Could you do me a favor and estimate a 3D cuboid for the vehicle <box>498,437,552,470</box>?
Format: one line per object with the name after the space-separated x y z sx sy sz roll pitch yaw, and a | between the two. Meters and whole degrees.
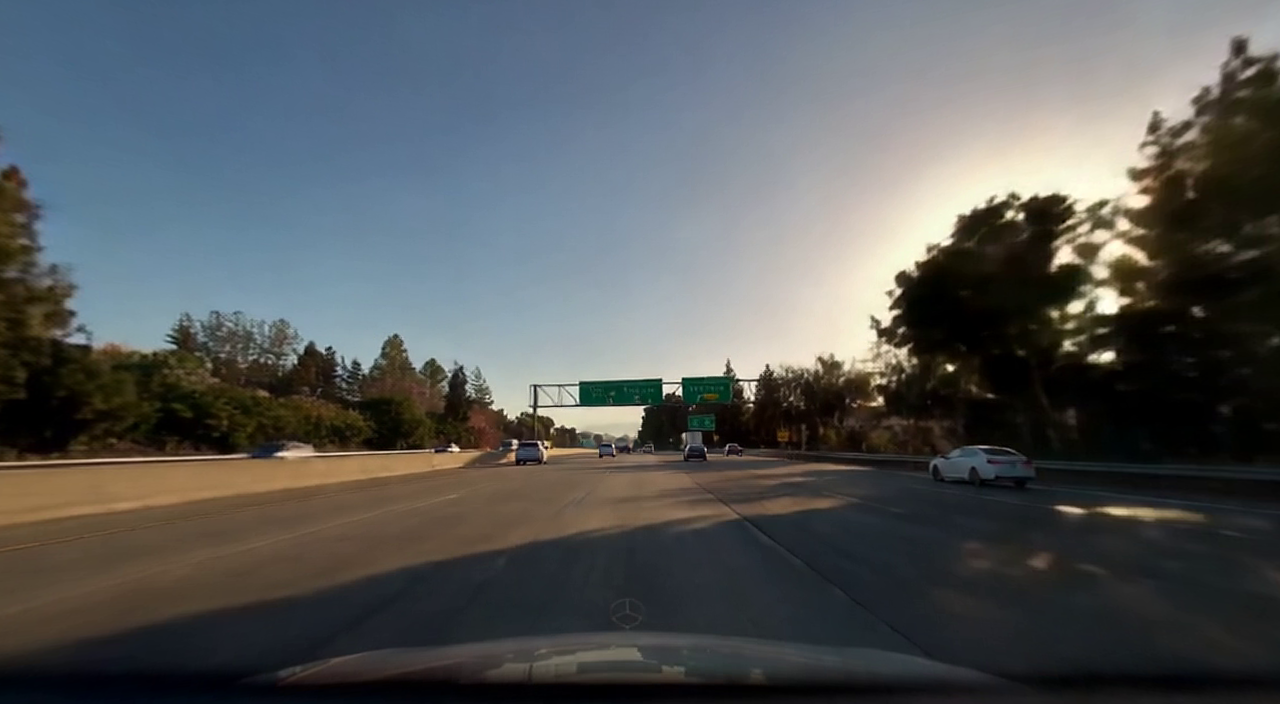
-6.336 5.660 35.204 2.091 1.746 4.437 0 -9 1 | vehicle

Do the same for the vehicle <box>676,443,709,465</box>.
3.595 7.016 43.355 1.950 1.453 3.378 0 -9 -1 | vehicle

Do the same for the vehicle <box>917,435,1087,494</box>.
10.150 3.189 18.173 1.979 1.467 4.839 0 -9 -1 | vehicle

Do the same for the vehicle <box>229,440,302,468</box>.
-21.127 5.753 35.570 1.834 1.442 3.673 0 -9 0 | vehicle
